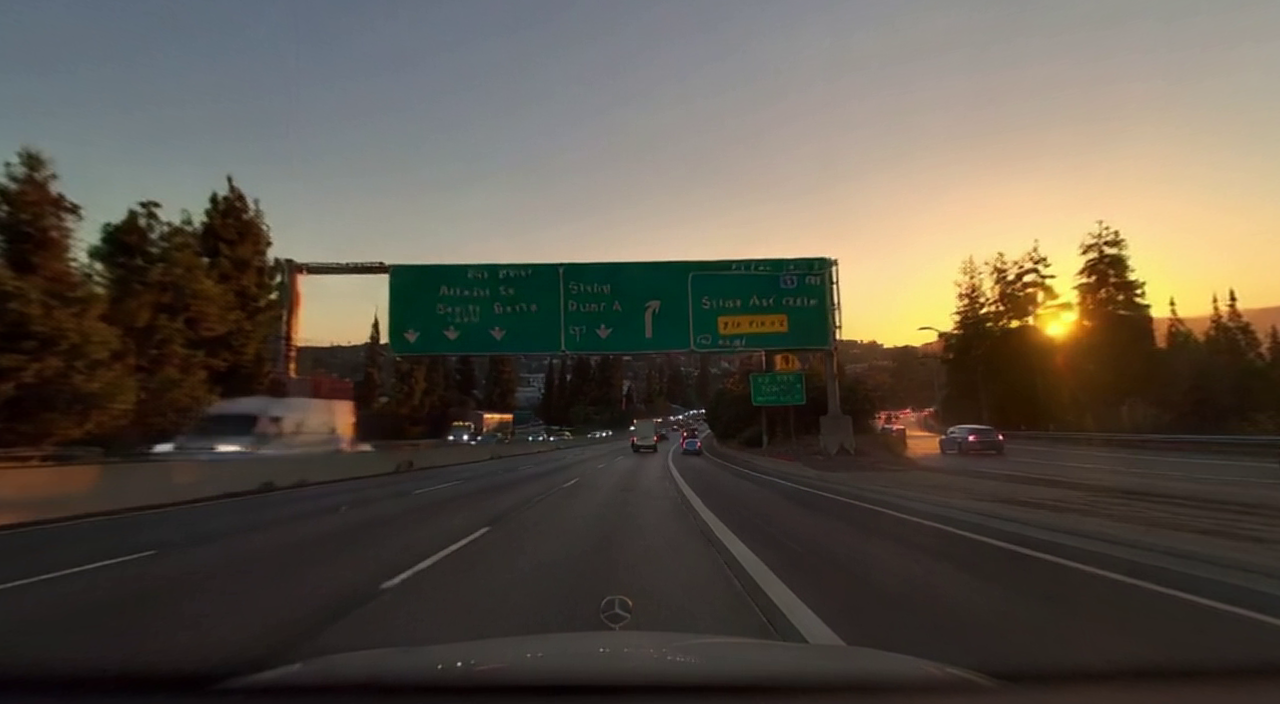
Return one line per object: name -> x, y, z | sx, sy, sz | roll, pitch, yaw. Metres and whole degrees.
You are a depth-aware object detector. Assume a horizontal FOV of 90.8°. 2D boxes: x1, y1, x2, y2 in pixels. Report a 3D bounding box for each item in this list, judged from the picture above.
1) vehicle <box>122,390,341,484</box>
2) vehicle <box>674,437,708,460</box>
vehicle -> -12.093, 2.640, 19.608 | 2.324, 2.410, 6.566 | 0, -8, 1
vehicle -> 3.535, 6.753, 44.355 | 2.069, 1.476, 4.197 | 0, -8, 0
